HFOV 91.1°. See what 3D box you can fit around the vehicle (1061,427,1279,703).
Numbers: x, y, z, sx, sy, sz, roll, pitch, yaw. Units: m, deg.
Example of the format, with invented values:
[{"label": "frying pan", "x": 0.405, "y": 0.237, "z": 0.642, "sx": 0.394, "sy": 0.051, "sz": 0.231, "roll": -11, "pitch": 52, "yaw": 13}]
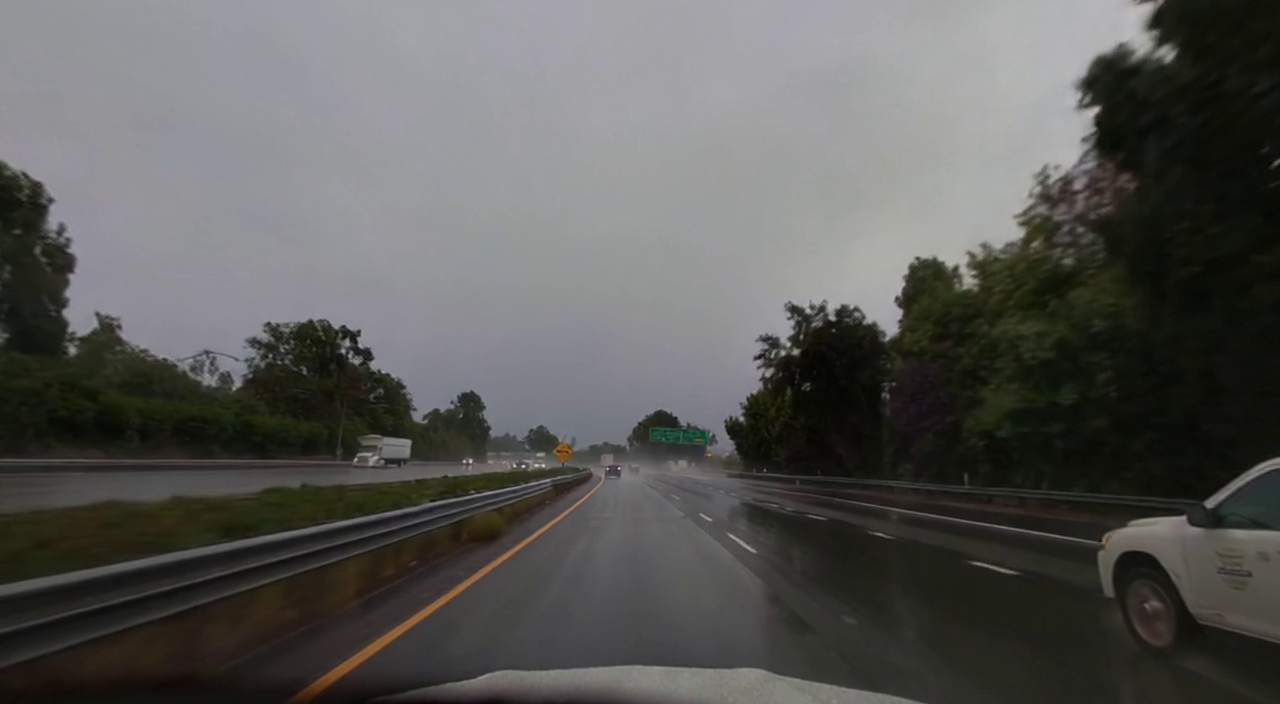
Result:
[{"label": "vehicle", "x": 4.072, "y": 0.988, "z": 2.209, "sx": 1.965, "sy": 1.502, "sz": 4.599, "roll": 1, "pitch": -10, "yaw": 0}]
